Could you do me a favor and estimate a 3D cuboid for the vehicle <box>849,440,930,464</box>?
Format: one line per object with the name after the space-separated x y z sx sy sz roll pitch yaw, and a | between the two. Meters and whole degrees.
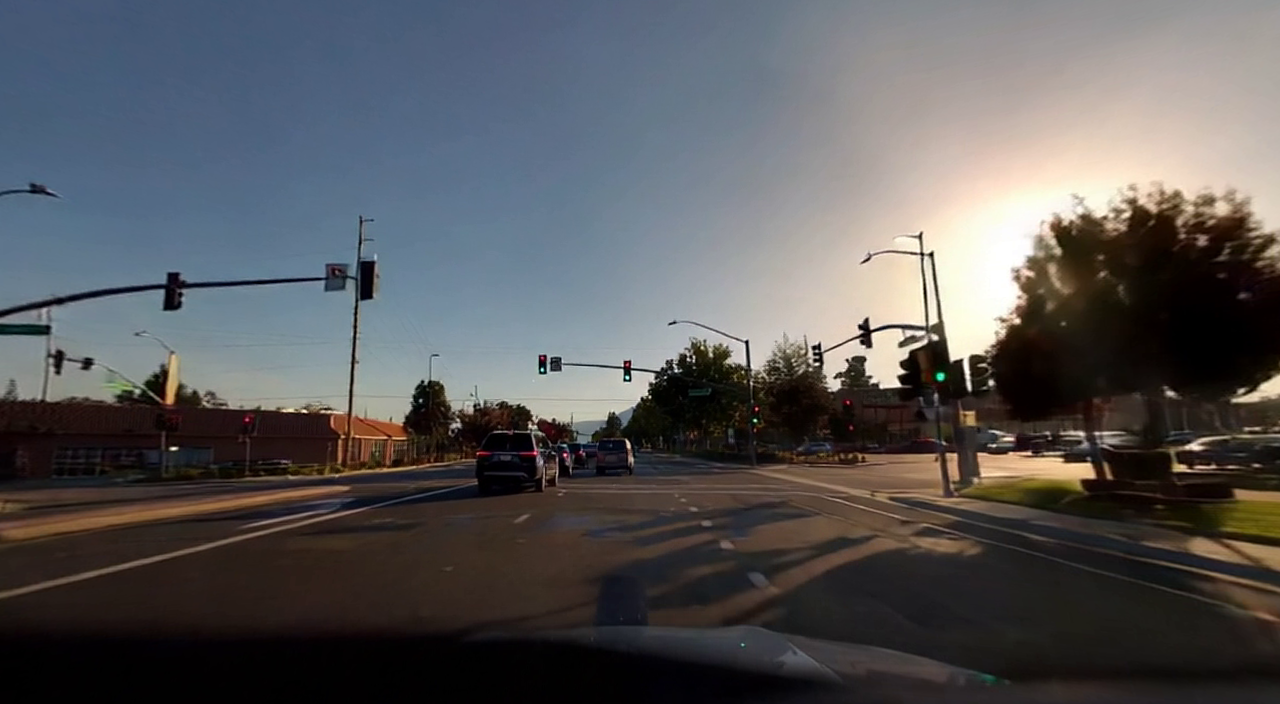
18.740 7.539 47.624 5.209 1.743 2.081 0 -9 -1 | vehicle

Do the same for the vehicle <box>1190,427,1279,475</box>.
26.708 4.095 26.560 5.039 1.877 2.076 -1 -8 0 | vehicle

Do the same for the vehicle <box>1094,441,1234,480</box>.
21.674 4.484 26.228 4.317 1.430 1.782 -1 -8 -5 | vehicle

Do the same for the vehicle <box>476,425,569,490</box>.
-3.978 3.710 22.552 2.252 1.999 5.605 0 -8 0 | vehicle

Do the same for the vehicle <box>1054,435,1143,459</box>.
31.519 6.526 43.542 4.527 1.513 2.067 -1 -8 -2 | vehicle

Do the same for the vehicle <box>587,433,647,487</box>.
-0.790 3.972 23.570 2.061 1.809 4.141 0 -8 0 | vehicle
